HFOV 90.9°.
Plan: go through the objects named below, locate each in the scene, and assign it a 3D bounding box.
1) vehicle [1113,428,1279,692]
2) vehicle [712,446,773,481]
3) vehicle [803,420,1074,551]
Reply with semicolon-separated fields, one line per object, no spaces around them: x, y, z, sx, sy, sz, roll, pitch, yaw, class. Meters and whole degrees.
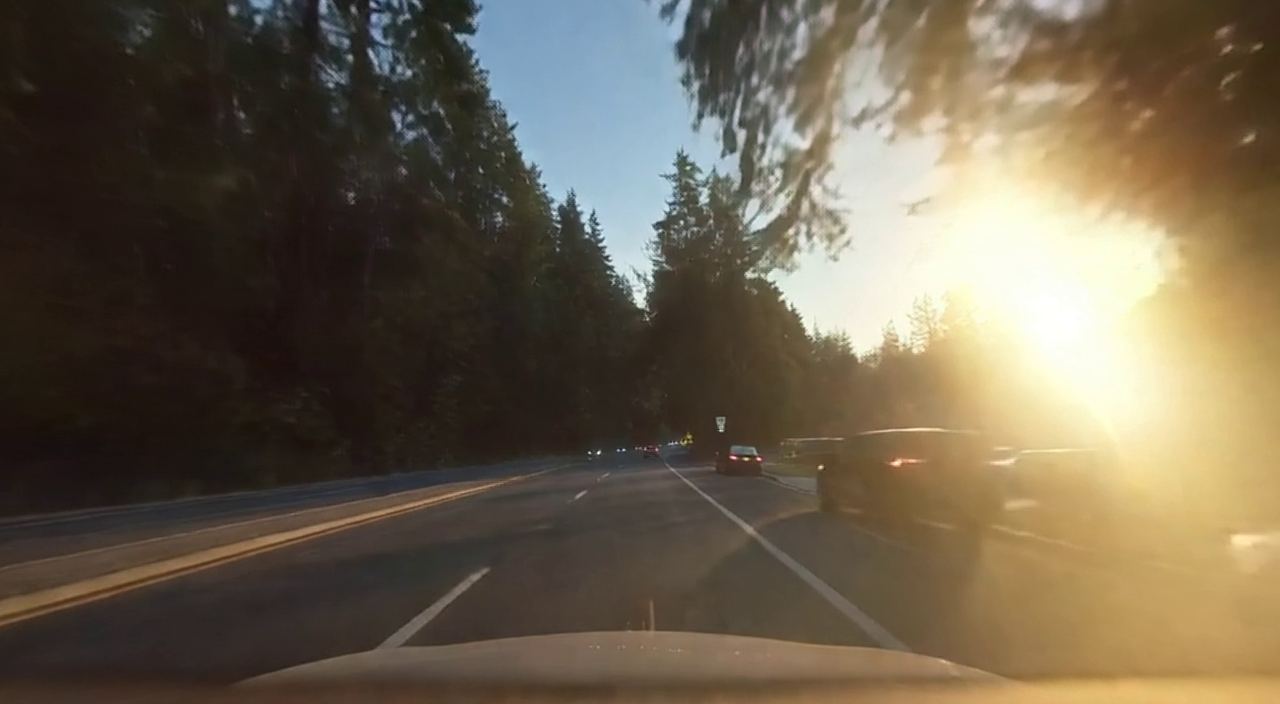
4.657;1.035;2.512;1.920;1.514;4.746;0;-9;1;vehicle
4.779;5.287;30.217;2.184;1.496;4.615;0;-9;0;vehicle
4.625;2.152;10.886;2.205;1.728;4.855;0;-9;-1;vehicle
